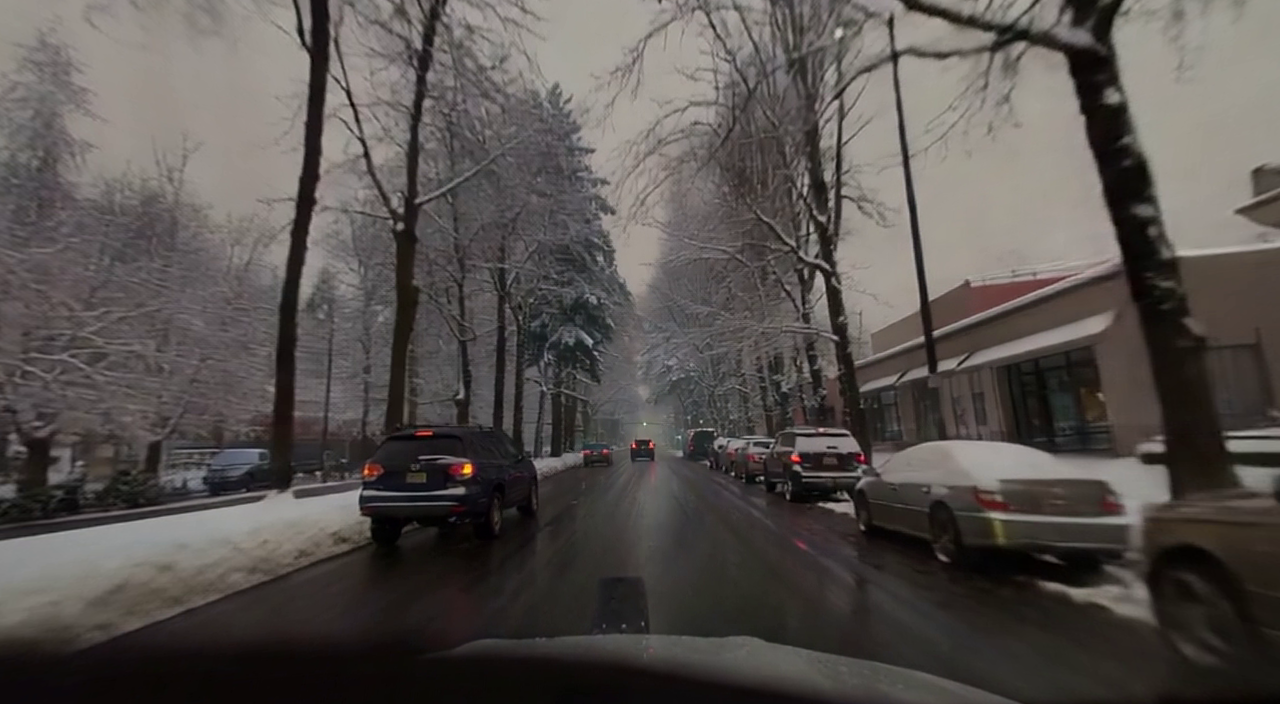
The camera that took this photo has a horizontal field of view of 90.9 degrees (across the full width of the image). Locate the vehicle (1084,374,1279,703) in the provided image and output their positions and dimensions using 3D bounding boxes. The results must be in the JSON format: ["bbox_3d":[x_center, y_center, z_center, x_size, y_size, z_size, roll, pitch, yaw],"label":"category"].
[{"bbox_3d":[4.247,0.861,2.358,1.960,1.733,4.432,0,-8,1],"label":"vehicle"}]

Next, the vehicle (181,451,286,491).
[{"bbox_3d":[-18.923,5.529,29.625,1.856,1.674,4.475,0,-8,1],"label":"vehicle"}]

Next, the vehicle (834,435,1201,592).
[{"bbox_3d":[4.347,1.890,8.428,1.898,1.473,4.709,0,-8,-2],"label":"vehicle"}]

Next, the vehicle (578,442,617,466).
[{"bbox_3d":[-2.759,6.787,42.246,2.151,1.484,4.468,0,-8,2],"label":"vehicle"}]

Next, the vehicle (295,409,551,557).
[{"bbox_3d":[-2.884,1.883,9.814,2.186,1.708,4.746,0,-8,2],"label":"vehicle"}]

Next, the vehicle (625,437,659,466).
[{"bbox_3d":[0.156,6.419,40.965,2.075,1.770,4.018,0,-8,1],"label":"vehicle"}]

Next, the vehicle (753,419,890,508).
[{"bbox_3d":[4.396,2.789,16.226,2.079,1.910,4.855,0,-8,0],"label":"vehicle"}]
